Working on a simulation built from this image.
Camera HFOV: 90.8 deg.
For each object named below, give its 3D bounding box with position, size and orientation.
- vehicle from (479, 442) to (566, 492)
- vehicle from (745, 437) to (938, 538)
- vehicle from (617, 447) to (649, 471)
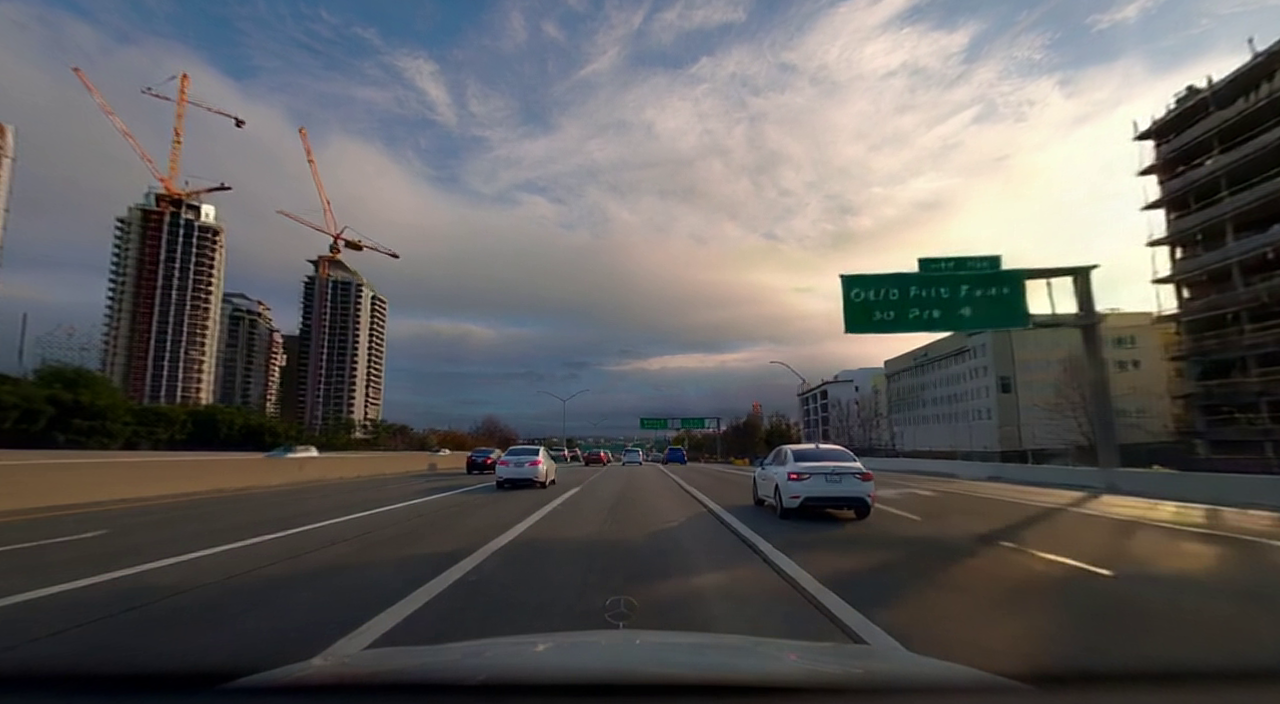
[{"bbox_3d":[-3.933,3.930,21.997,2.136,1.512,4.488,0,-8,1],"label":"vehicle"},{"bbox_3d":[3.383,2.353,11.701,1.995,1.486,4.463,0,-8,-1],"label":"vehicle"},{"bbox_3d":[-0.486,7.100,42.067,2.019,1.472,3.971,0,-8,-1],"label":"vehicle"}]
